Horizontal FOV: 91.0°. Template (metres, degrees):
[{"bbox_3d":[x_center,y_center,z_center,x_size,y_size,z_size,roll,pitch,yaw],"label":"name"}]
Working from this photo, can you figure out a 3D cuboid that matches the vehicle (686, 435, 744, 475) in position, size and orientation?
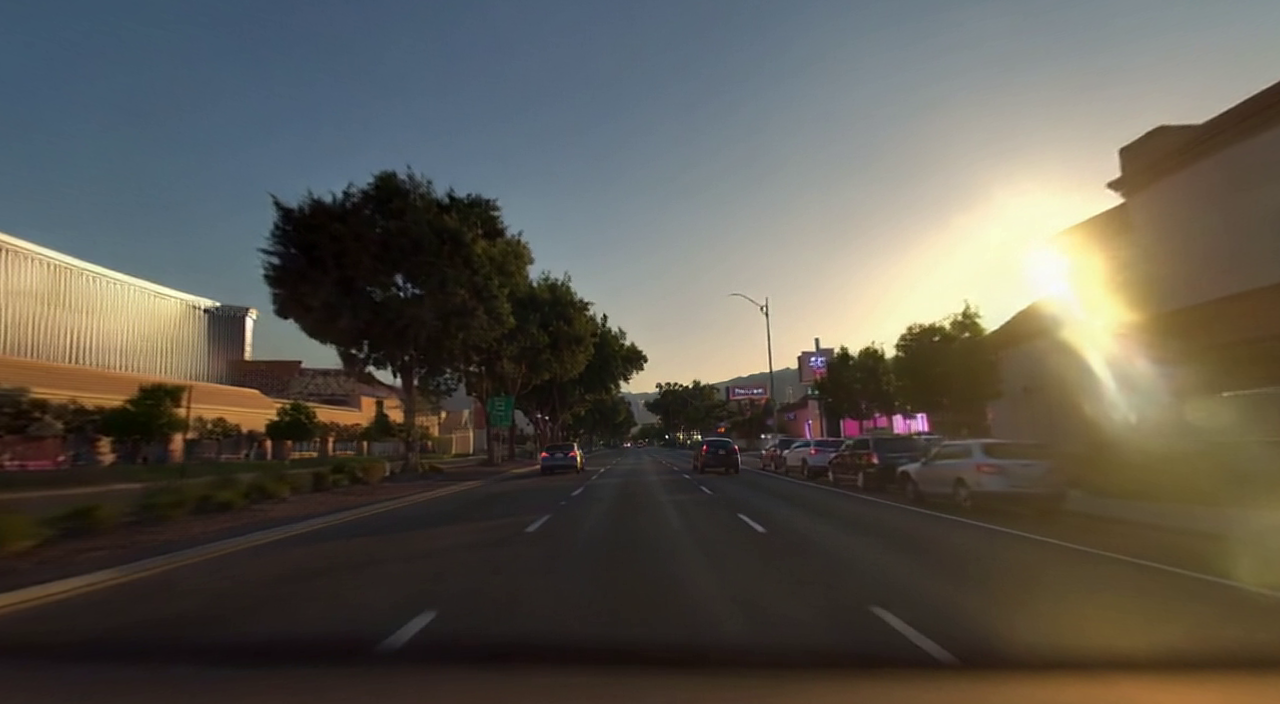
[{"bbox_3d":[3.441,4.843,29.821,2.083,1.743,4.354,0,-8,-2],"label":"vehicle"}]

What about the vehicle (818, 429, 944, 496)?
[{"bbox_3d":[6.992,3.246,18.849,2.039,1.749,4.193,0,-8,-1],"label":"vehicle"}]

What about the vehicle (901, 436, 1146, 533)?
[{"bbox_3d":[6.916,2.401,12.132,1.876,1.478,4.670,0,-8,1],"label":"vehicle"}]

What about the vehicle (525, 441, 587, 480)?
[{"bbox_3d":[-3.380,4.428,26.107,2.005,1.477,4.169,0,-8,0],"label":"vehicle"}]
